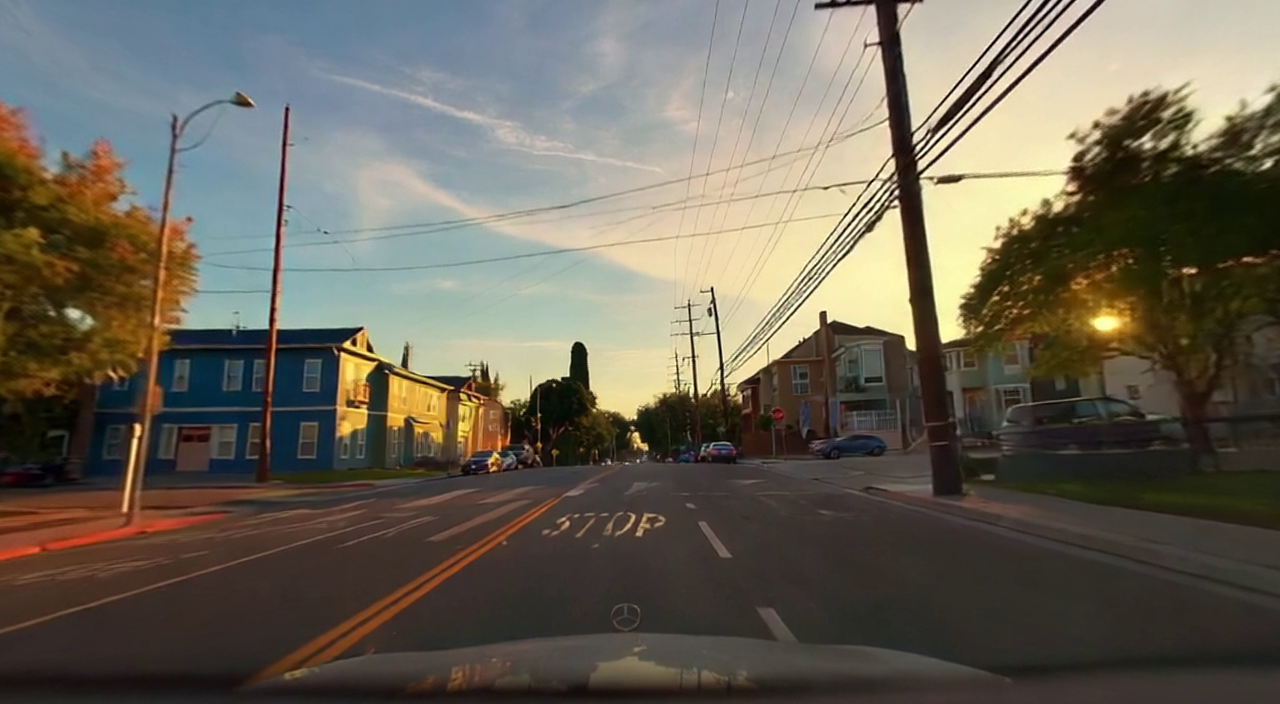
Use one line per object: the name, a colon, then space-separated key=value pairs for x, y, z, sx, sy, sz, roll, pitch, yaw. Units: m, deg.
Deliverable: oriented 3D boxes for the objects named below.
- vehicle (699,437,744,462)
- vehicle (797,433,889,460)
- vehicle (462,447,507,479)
vehicle: x=5.314 y=6.440 z=41.726 sx=2.059 sy=1.502 sz=4.824 roll=0 pitch=-8 yaw=-4
vehicle: x=11.178 y=5.195 z=34.887 sx=4.336 sy=1.424 sz=1.954 roll=1 pitch=-9 yaw=-10
vehicle: x=-9.698 y=6.896 z=39.724 sx=1.900 sy=1.683 sz=4.486 roll=-5 pitch=-8 yaw=-4
